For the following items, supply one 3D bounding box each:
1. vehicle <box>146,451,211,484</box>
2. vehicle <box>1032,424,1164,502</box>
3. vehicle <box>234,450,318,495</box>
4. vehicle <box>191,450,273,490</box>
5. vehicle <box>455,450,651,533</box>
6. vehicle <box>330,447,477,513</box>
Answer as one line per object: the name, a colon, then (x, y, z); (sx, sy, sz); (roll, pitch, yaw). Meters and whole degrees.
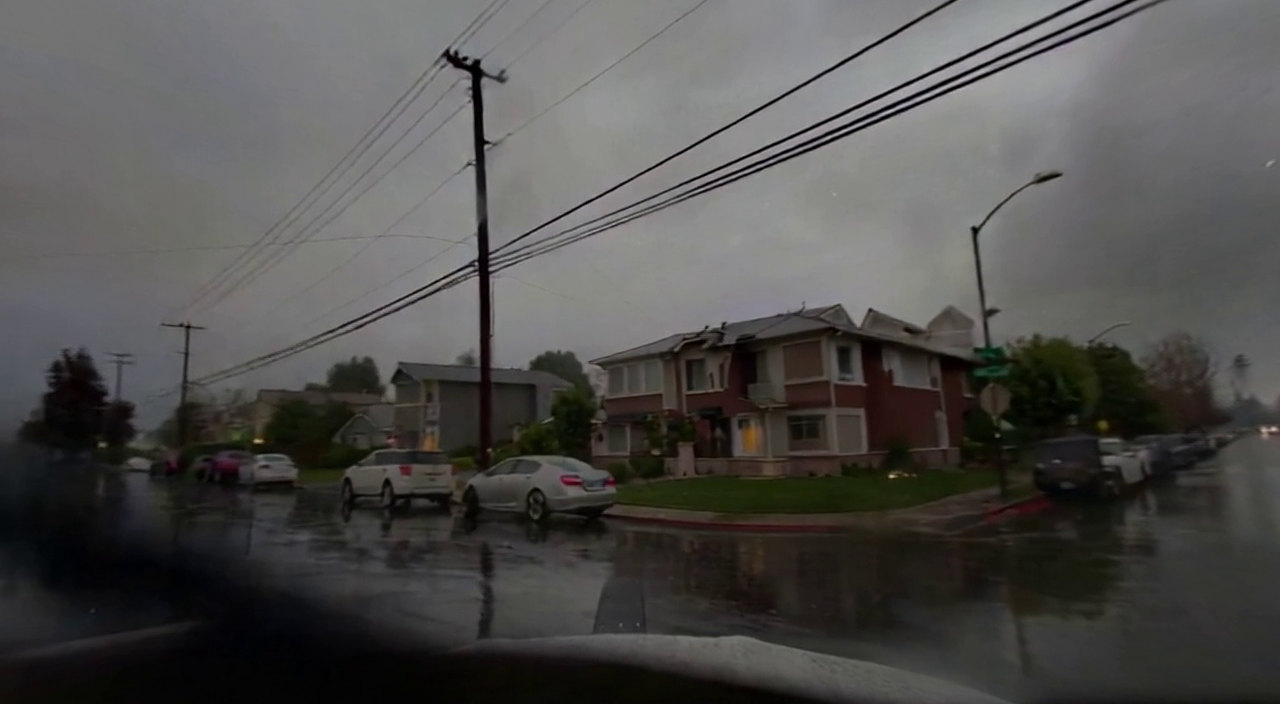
vehicle: (-27.958, 6.906, 38.188); (4.871, 1.826, 2.115); (-8, -11, 42)
vehicle: (12.480, 2.941, 17.095); (2.179, 1.791, 4.547); (-8, -11, 42)
vehicle: (-15.369, 4.998, 26.559); (1.894, 1.675, 4.294); (8, -12, -44)
vehicle: (-19.725, 5.613, 30.436); (4.633, 1.761, 1.922); (-7, -11, 40)
vehicle: (-2.001, 2.859, 13.614); (4.448, 1.437, 1.786); (-8, -12, 44)
vehicle: (-6.810, 3.533, 17.982); (4.471, 1.623, 1.943); (-8, -11, 41)
